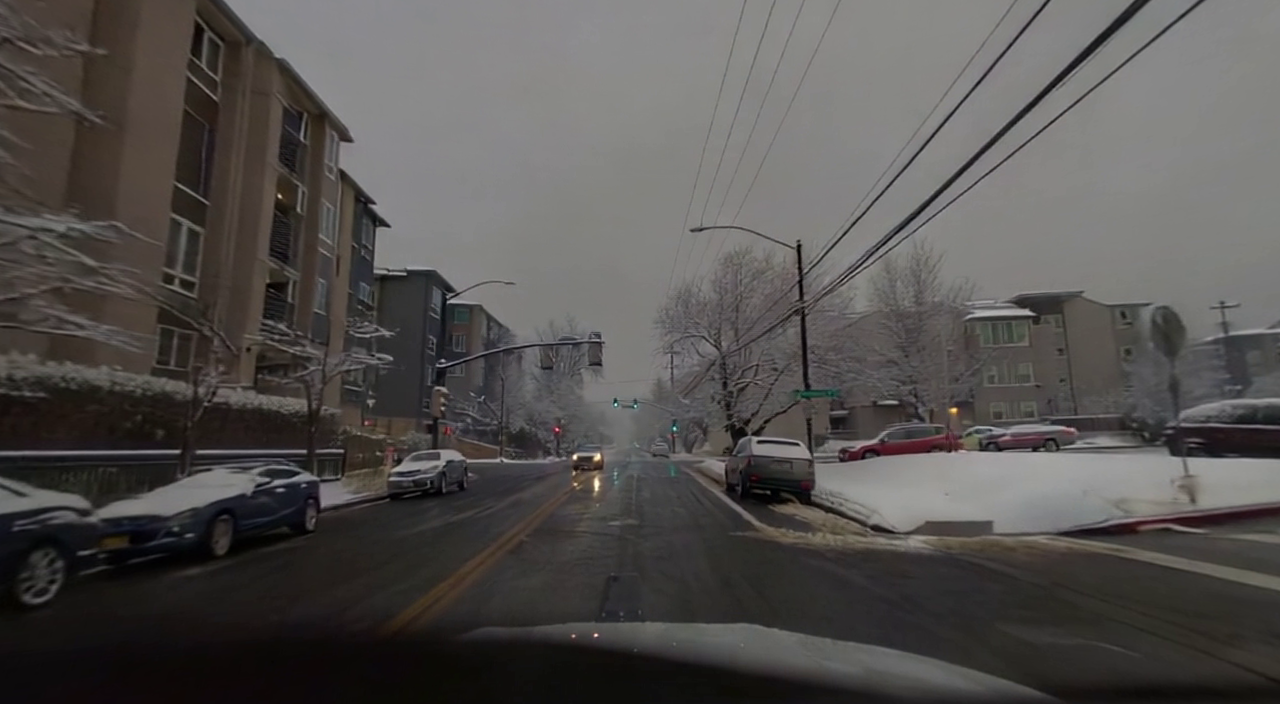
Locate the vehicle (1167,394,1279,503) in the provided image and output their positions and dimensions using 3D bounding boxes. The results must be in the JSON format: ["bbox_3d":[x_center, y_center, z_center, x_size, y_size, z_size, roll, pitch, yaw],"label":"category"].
[{"bbox_3d":[12.733,1.719,11.432,4.591,1.785,1.921,0,-8,0],"label":"vehicle"}]

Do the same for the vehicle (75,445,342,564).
[{"bbox_3d":[-6.573,2.286,10.223,1.713,1.531,3.685,0,-8,-1],"label":"vehicle"}]

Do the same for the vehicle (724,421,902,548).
[{"bbox_3d":[3.013,2.328,12.299,2.034,1.689,4.978,0,-3,-1],"label":"vehicle"}]

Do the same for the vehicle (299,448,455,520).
[{"bbox_3d":[-6.270,3.165,15.759,1.934,1.484,4.630,0,-8,-1],"label":"vehicle"}]

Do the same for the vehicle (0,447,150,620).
[{"bbox_3d":[-6.374,1.485,4.873,1.789,1.462,4.313,0,-8,-1],"label":"vehicle"}]

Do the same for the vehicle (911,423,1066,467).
[{"bbox_3d":[12.123,3.256,22.163,4.348,1.439,1.907,0,-8,-5],"label":"vehicle"}]
